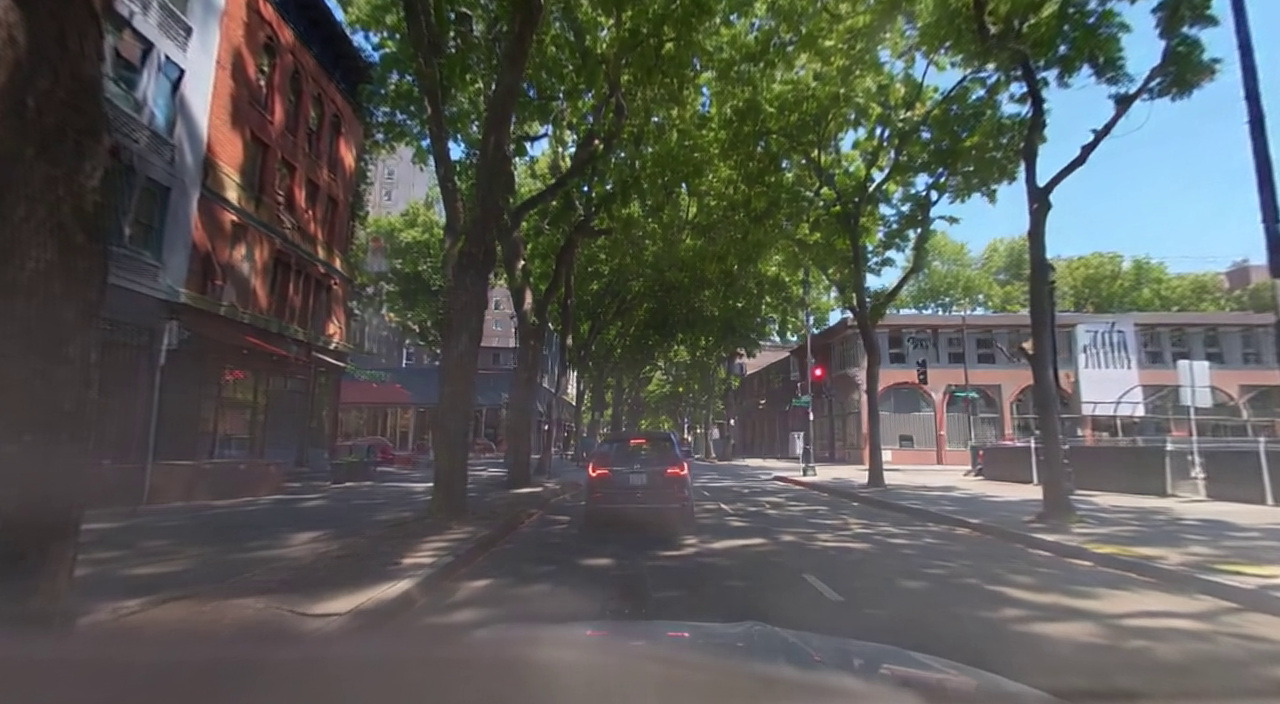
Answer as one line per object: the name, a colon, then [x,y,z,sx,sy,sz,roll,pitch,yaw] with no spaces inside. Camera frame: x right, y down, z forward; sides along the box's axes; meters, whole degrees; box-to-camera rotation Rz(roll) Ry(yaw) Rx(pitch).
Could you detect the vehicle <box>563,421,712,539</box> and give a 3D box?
vehicle: [-0.082,2.079,10.832,2.079,1.621,3.861,0,-8,-1]
